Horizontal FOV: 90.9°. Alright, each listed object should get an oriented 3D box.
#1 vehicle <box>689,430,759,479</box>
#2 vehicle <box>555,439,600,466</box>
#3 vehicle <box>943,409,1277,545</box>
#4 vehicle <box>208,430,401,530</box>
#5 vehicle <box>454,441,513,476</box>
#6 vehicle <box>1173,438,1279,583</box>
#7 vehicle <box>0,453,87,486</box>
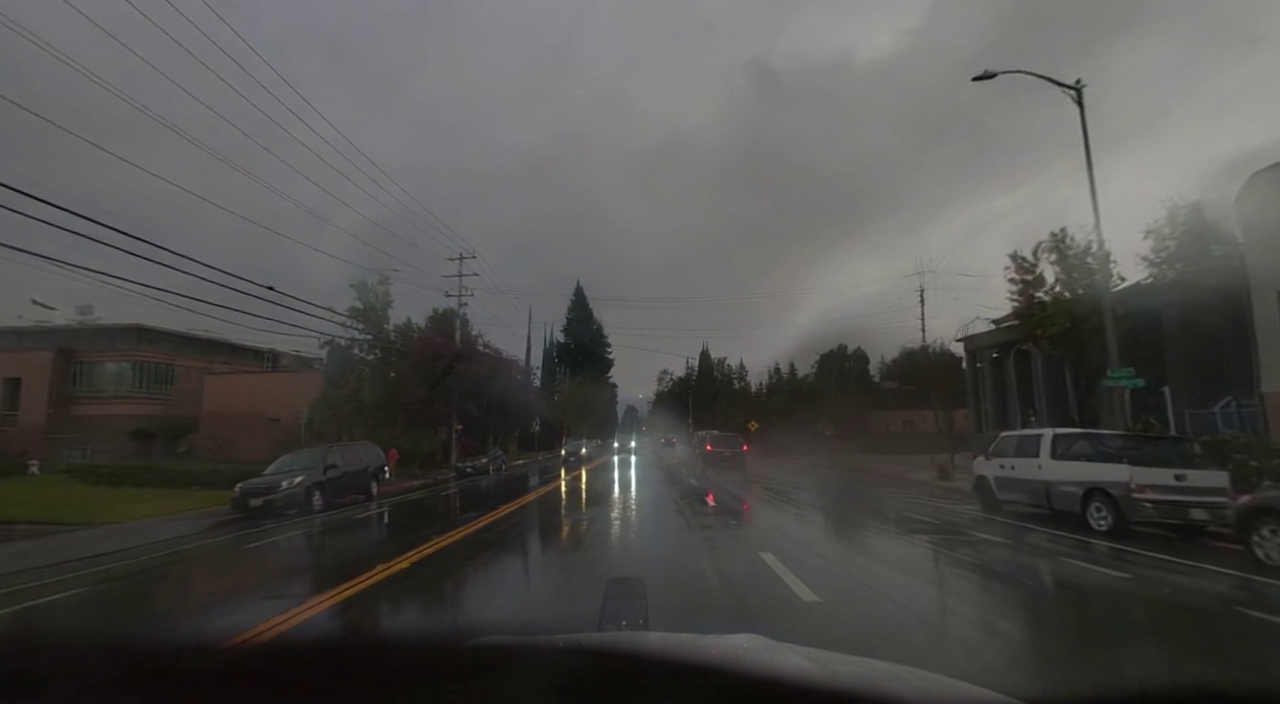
[{"bbox_3d":[3.127,3.946,24.509,2.004,1.704,4.573,0,-8,-1],"label":"vehicle"},{"bbox_3d":[-3.707,6.058,38.213,2.054,1.506,4.325,-1,-8,4],"label":"vehicle"},{"bbox_3d":[7.990,2.182,11.741,2.133,1.911,5.455,-1,-8,2],"label":"vehicle"},{"bbox_3d":[-8.876,3.331,17.430,2.419,2.087,5.334,-3,-6,0],"label":"vehicle"},{"bbox_3d":[-8.738,5.968,35.711,2.228,1.825,4.522,0,-8,0],"label":"vehicle"},{"bbox_3d":[7.583,1.495,5.508,1.862,1.492,4.571,0,-8,0],"label":"vehicle"},{"bbox_3d":[-31.855,6.074,32.879,1.746,1.479,4.603,-1,-8,2],"label":"vehicle"}]
